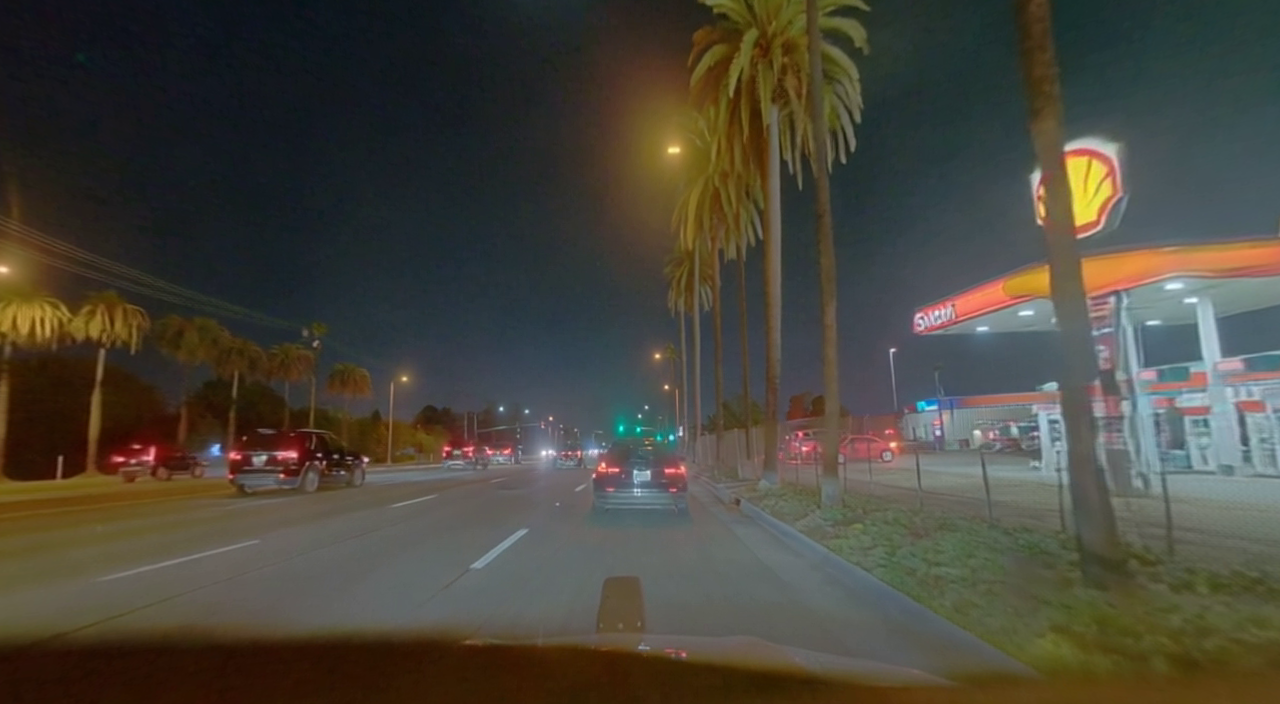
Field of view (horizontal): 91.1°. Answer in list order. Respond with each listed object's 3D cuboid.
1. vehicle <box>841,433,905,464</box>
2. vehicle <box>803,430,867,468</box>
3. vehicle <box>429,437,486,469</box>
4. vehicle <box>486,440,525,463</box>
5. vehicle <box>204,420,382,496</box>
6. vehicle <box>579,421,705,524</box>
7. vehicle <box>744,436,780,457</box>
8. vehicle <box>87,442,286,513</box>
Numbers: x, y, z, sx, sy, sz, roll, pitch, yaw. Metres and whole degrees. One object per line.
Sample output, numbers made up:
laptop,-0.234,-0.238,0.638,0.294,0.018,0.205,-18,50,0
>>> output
vehicle,12.052,5.030,32.758,1.681,1.503,3.781,1,-9,-3
vehicle,8.230,4.037,26.238,1.837,1.416,3.947,-4,-10,27
vehicle,-10.576,5.875,36.705,1.965,1.743,4.327,0,-9,1
vehicle,-10.459,7.789,49.310,1.998,1.731,4.952,0,-8,0
vehicle,-10.034,3.124,18.861,2.269,1.934,5.350,0,-9,0
vehicle,0.065,2.336,12.647,2.121,1.710,3.893,0,-9,1
vehicle,9.142,7.169,47.444,1.929,1.496,4.245,0,-9,0
vehicle,-10.039,2.762,14.283,1.924,1.384,3.426,0,-8,0
